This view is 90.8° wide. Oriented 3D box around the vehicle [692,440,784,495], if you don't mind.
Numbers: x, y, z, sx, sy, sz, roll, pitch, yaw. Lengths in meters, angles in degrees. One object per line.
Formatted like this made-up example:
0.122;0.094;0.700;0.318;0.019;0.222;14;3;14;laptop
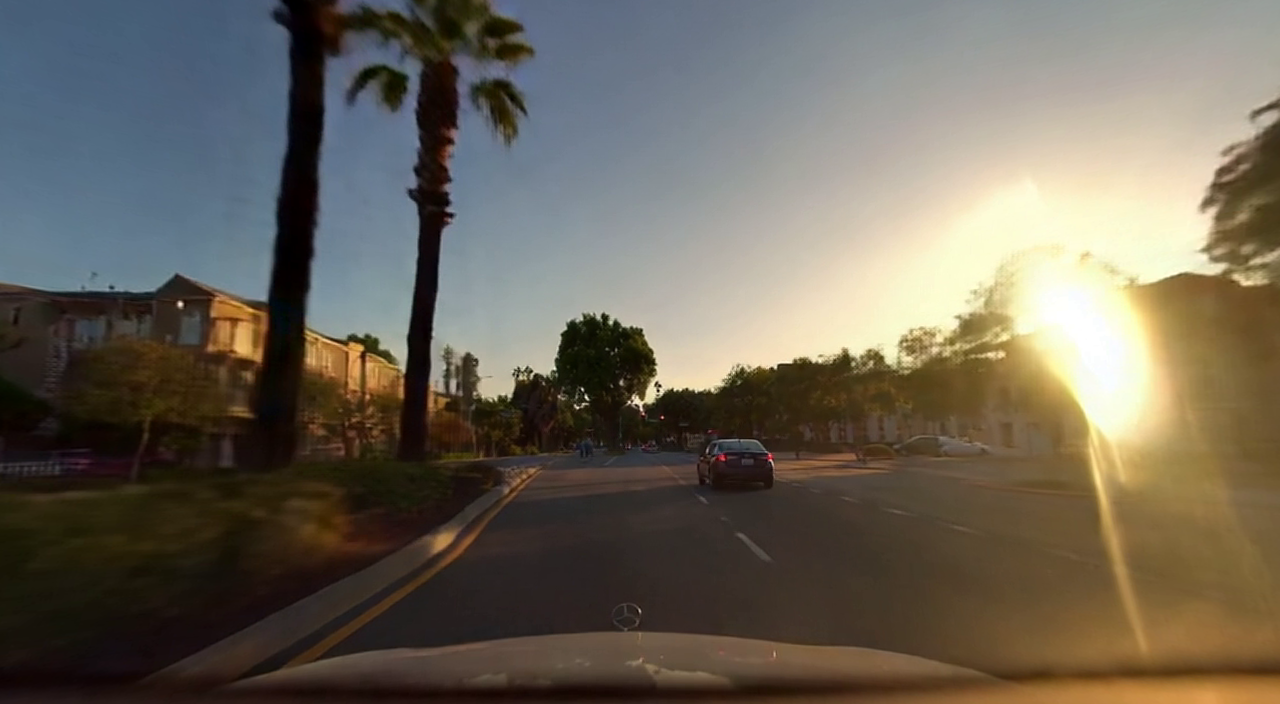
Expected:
2.798;3.395;19.023;1.964;1.448;4.295;0;-8;-2;vehicle

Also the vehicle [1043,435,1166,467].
22.176;4.740;30.270;4.472;1.451;1.842;0;-8;-1;vehicle

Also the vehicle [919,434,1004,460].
22.282;6.597;43.941;4.781;1.600;1.986;-3;-8;1;vehicle
